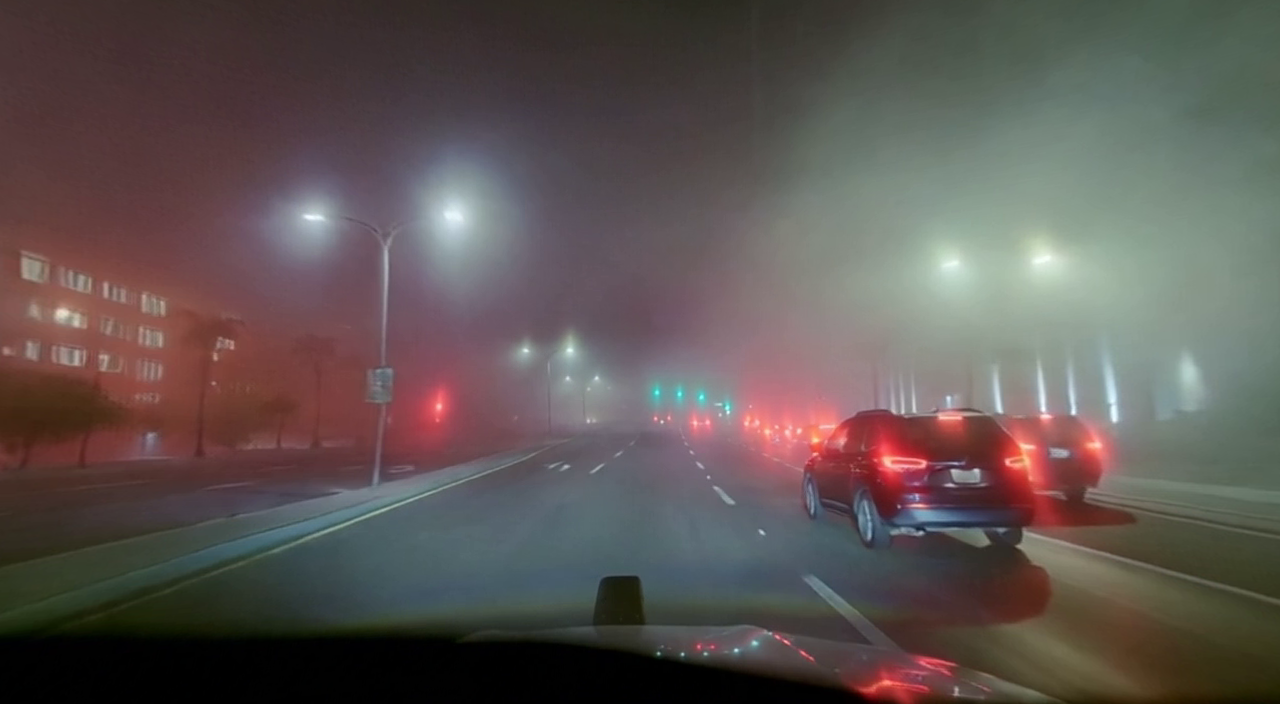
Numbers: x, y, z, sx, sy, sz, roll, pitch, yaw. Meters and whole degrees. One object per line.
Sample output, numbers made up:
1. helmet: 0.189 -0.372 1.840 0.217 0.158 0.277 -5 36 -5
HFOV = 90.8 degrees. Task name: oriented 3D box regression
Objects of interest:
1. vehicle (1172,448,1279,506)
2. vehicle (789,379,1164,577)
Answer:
1. vehicle: 17.086 3.285 16.838 1.869 1.438 4.366 0 -9 -2
2. vehicle: 3.642 1.498 8.195 2.219 1.795 4.718 0 -9 0
